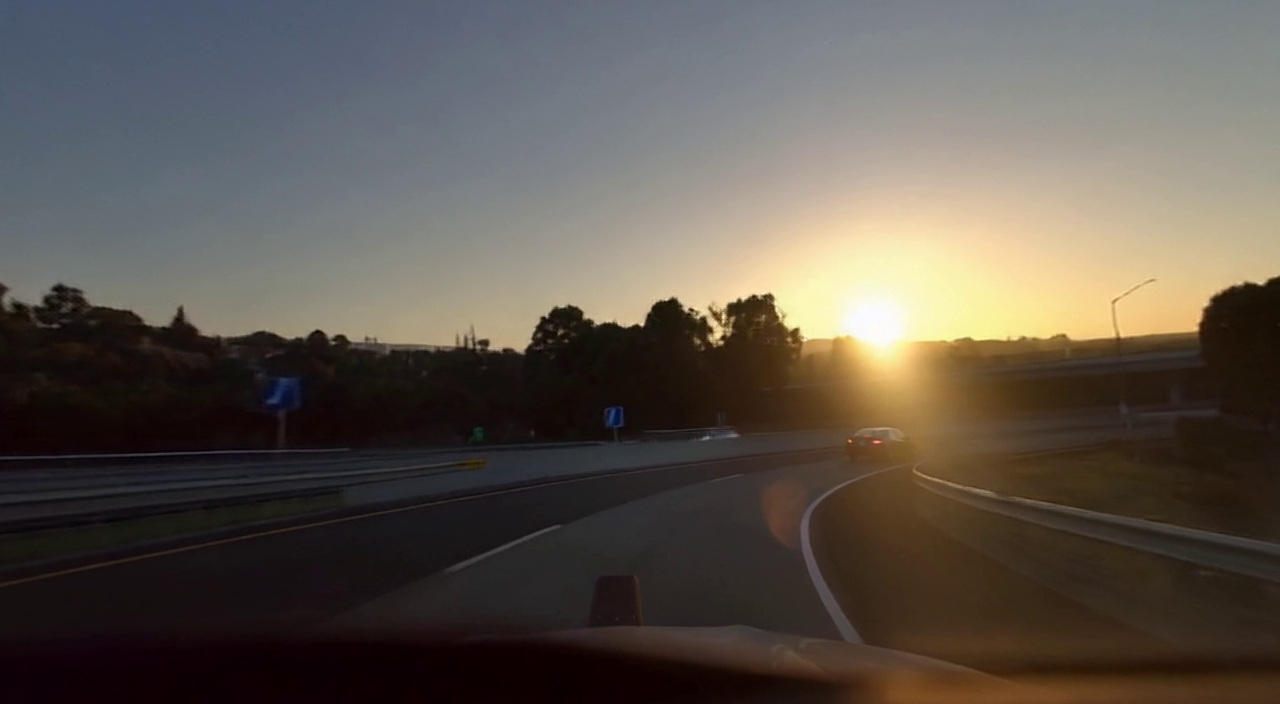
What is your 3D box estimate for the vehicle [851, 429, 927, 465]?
[{"bbox_3d":[11.333,4.258,28.486,2.028,1.440,3.970,-3,-8,40],"label":"vehicle"}]
